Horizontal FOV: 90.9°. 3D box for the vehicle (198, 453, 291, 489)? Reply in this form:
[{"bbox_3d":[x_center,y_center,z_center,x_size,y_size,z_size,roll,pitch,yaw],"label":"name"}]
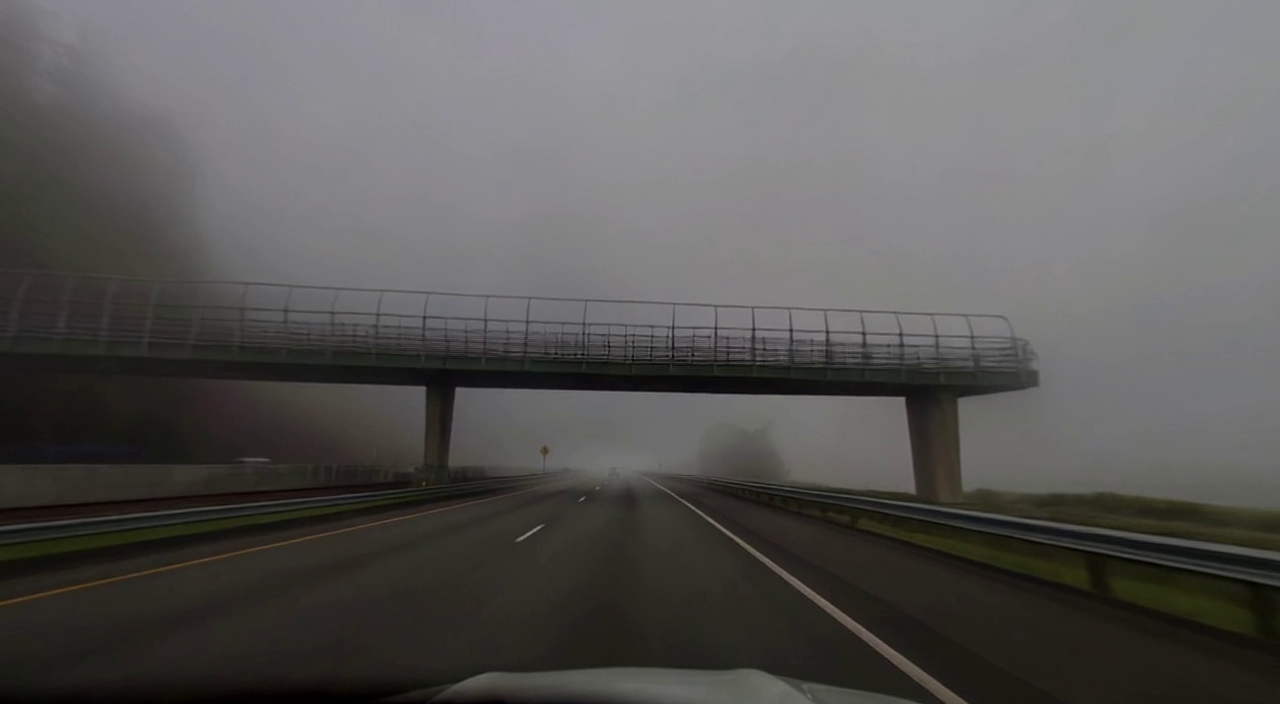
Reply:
[{"bbox_3d":[-17.515,5.301,28.091,1.740,1.429,3.544,1,-11,1],"label":"vehicle"}]
